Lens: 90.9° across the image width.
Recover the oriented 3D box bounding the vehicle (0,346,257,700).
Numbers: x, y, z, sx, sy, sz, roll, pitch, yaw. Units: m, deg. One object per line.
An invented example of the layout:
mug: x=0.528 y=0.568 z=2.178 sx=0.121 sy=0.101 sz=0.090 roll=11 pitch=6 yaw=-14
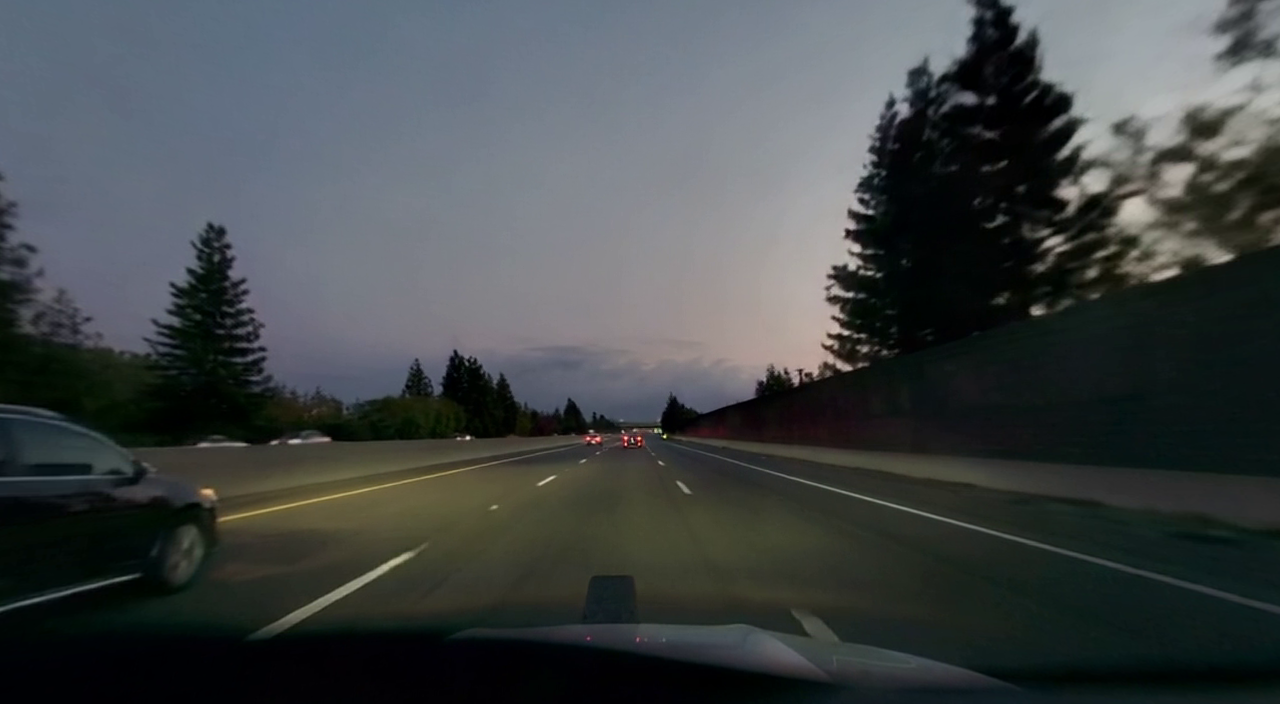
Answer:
vehicle: x=-4.305 y=0.806 z=2.814 sx=2.306 sy=1.730 sz=4.606 roll=0 pitch=-8 yaw=0
